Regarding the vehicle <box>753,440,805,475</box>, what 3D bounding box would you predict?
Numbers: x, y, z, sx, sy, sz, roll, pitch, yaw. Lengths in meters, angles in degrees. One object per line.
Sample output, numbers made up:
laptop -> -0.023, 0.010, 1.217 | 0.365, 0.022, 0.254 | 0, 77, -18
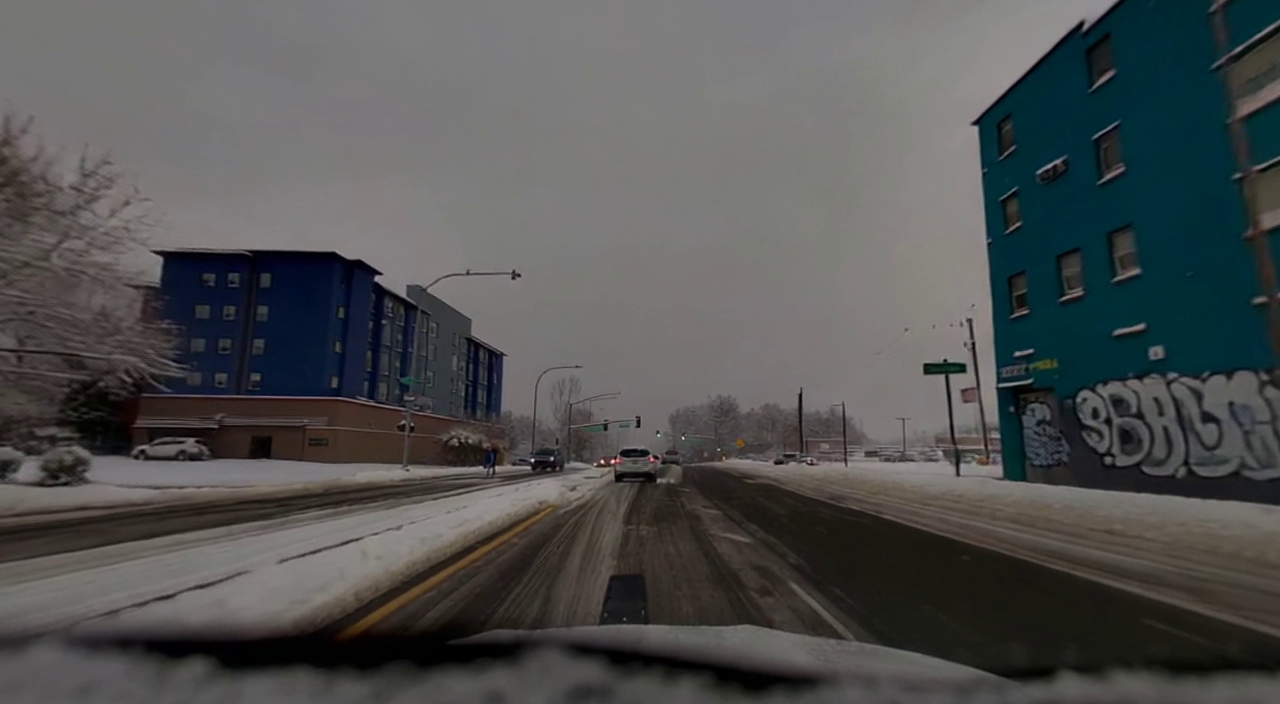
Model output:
vehicle -> 7.470, 5.674, 34.293 | 1.952, 1.749, 4.311 | -1, -9, 2

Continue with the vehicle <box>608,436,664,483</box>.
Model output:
vehicle -> -0.171, 4.558, 26.979 | 2.160, 1.786, 4.702 | 0, -9, 0
